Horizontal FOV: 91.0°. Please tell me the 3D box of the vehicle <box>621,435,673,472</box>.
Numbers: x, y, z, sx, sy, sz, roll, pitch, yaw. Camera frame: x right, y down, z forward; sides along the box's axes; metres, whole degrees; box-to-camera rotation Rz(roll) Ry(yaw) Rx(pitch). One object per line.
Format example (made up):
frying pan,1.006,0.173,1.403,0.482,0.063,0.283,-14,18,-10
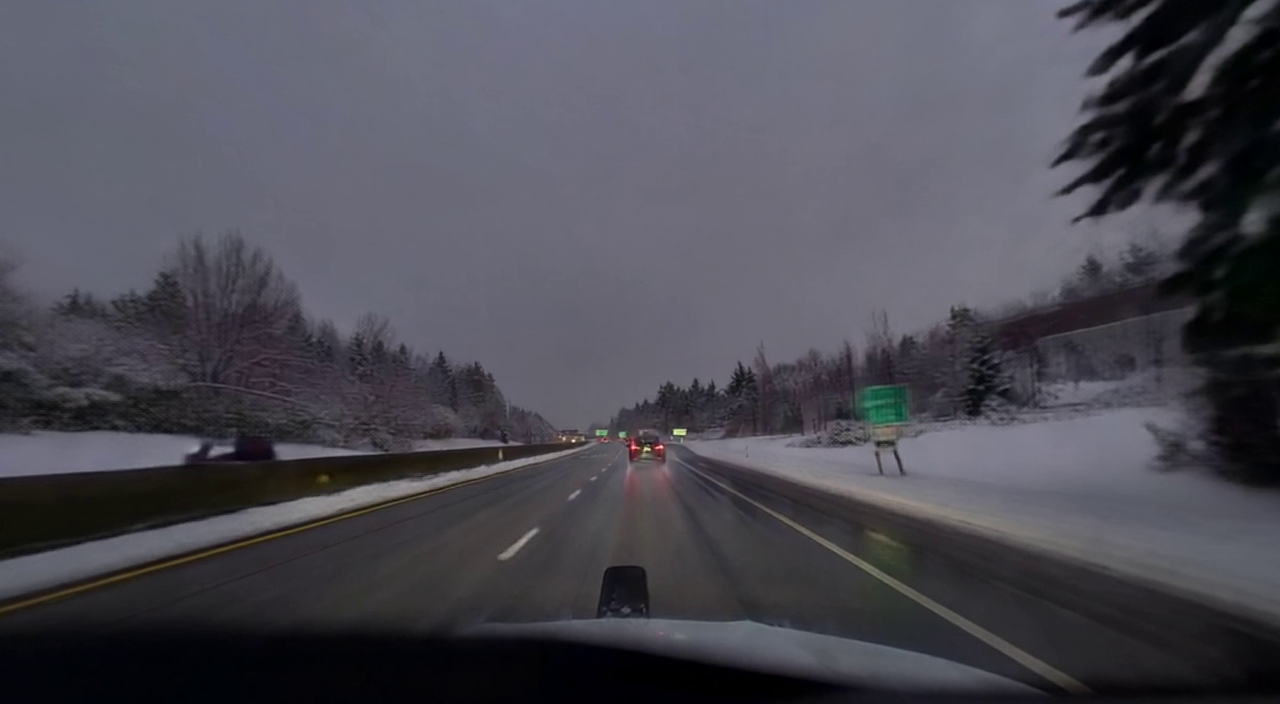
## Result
vehicle,0.311,4.509,28.116,2.130,1.512,4.057,0,-8,0
